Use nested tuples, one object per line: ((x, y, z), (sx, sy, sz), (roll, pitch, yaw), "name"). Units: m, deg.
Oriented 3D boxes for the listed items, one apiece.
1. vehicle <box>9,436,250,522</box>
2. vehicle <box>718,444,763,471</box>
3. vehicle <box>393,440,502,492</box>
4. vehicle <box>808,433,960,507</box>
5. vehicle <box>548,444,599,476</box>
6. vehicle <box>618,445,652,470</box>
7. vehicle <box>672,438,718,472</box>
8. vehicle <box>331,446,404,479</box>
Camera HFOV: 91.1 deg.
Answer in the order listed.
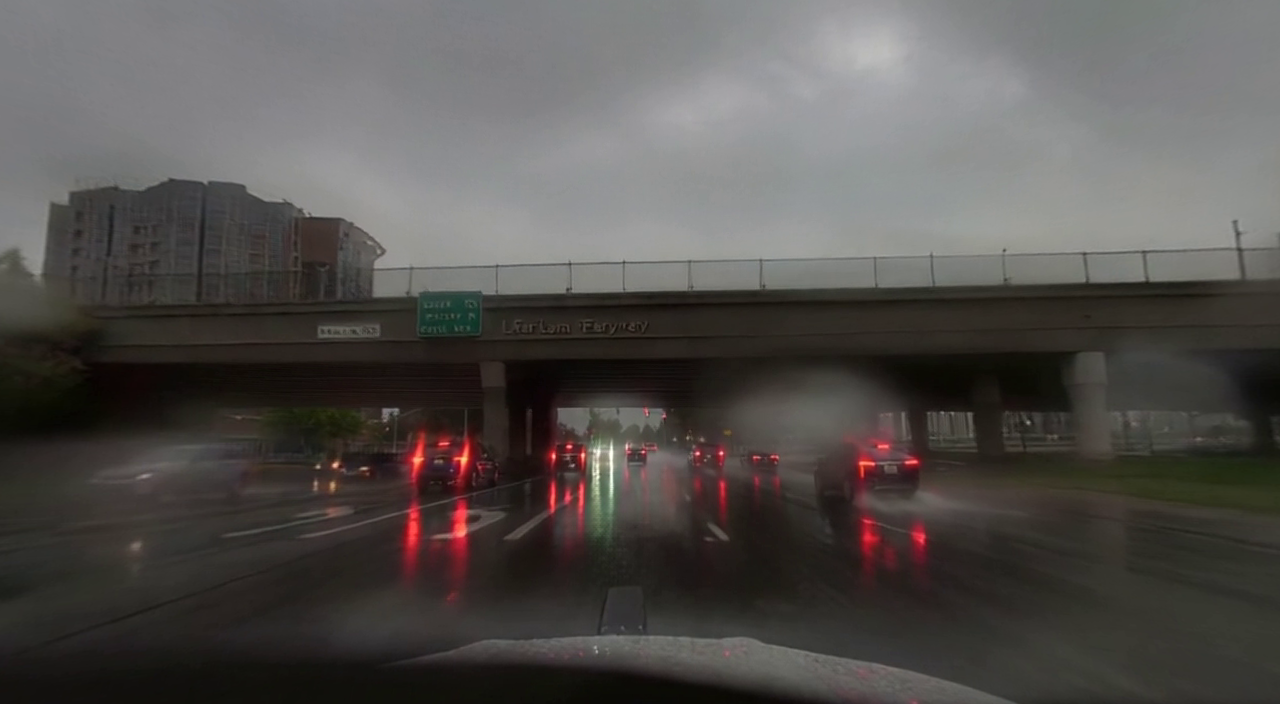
((-11.760, 2.911, 15.000), (1.993, 1.718, 4.396), (0, -9, 0), "vehicle")
((6.072, 6.439, 38.438), (1.924, 1.527, 4.268), (0, -8, -2), "vehicle")
((-6.073, 3.640, 20.422), (2.070, 1.488, 4.376), (0, -8, 1), "vehicle")
((6.021, 2.959, 16.214), (2.056, 1.624, 4.498), (0, -8, -1), "vehicle")
((-3.268, 5.390, 31.679), (2.041, 1.466, 4.212), (0, -8, 1), "vehicle")
((-0.317, 6.545, 39.056), (2.026, 1.453, 3.780), (0, -8, 0), "vehicle")
((3.004, 5.733, 35.112), (2.034, 1.762, 4.420), (0, -9, -1), "vehicle")
((-15.227, 6.183, 35.374), (2.015, 1.722, 4.640), (0, -9, 1), "vehicle")
